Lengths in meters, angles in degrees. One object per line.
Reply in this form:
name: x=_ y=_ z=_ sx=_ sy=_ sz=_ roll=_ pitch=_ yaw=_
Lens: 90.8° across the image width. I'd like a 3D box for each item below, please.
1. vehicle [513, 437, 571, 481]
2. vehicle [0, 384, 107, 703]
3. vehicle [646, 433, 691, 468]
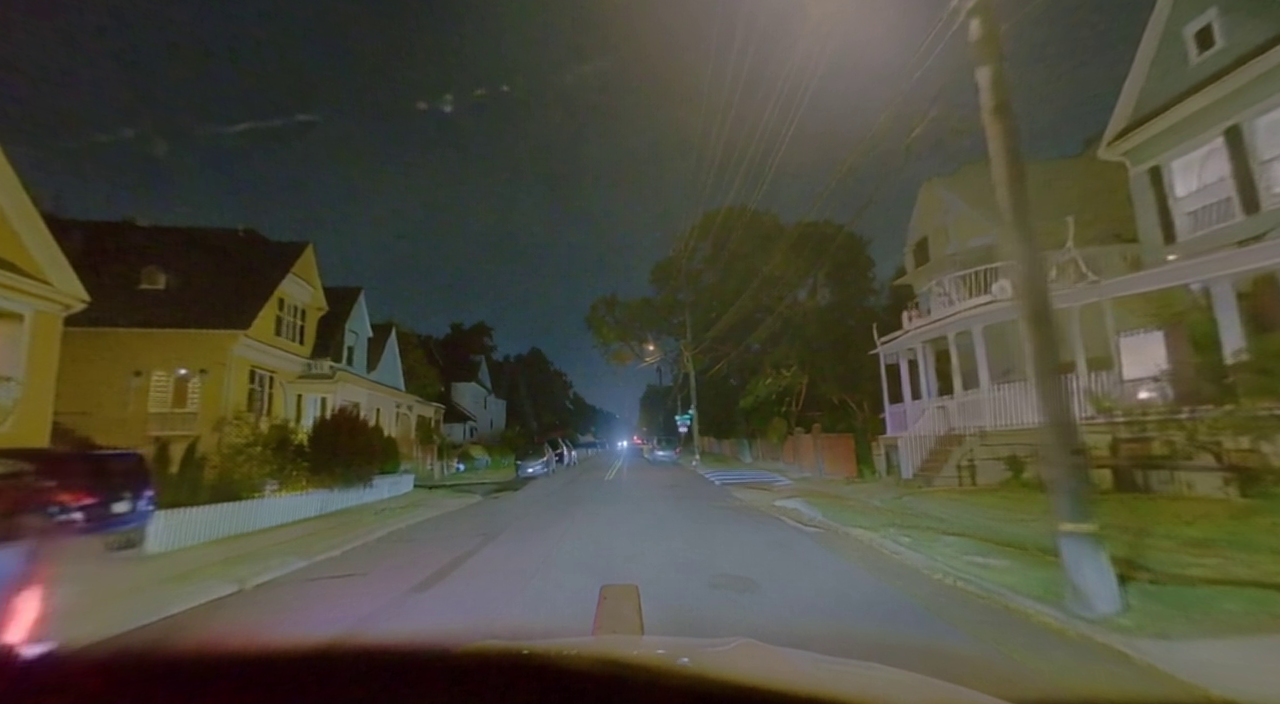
vehicle: x=-4.519 y=4.962 z=29.759 sx=2.082 sy=1.759 sz=4.541 roll=-2 pitch=-7 yaw=-2
vehicle: x=-3.310 y=0.834 z=0.224 sx=2.204 sy=1.655 sz=4.813 roll=-8 pitch=-7 yaw=-2
vehicle: x=1.608 y=5.740 z=37.140 sx=2.129 sy=1.873 sz=4.471 roll=-1 pitch=-7 yaw=-4
